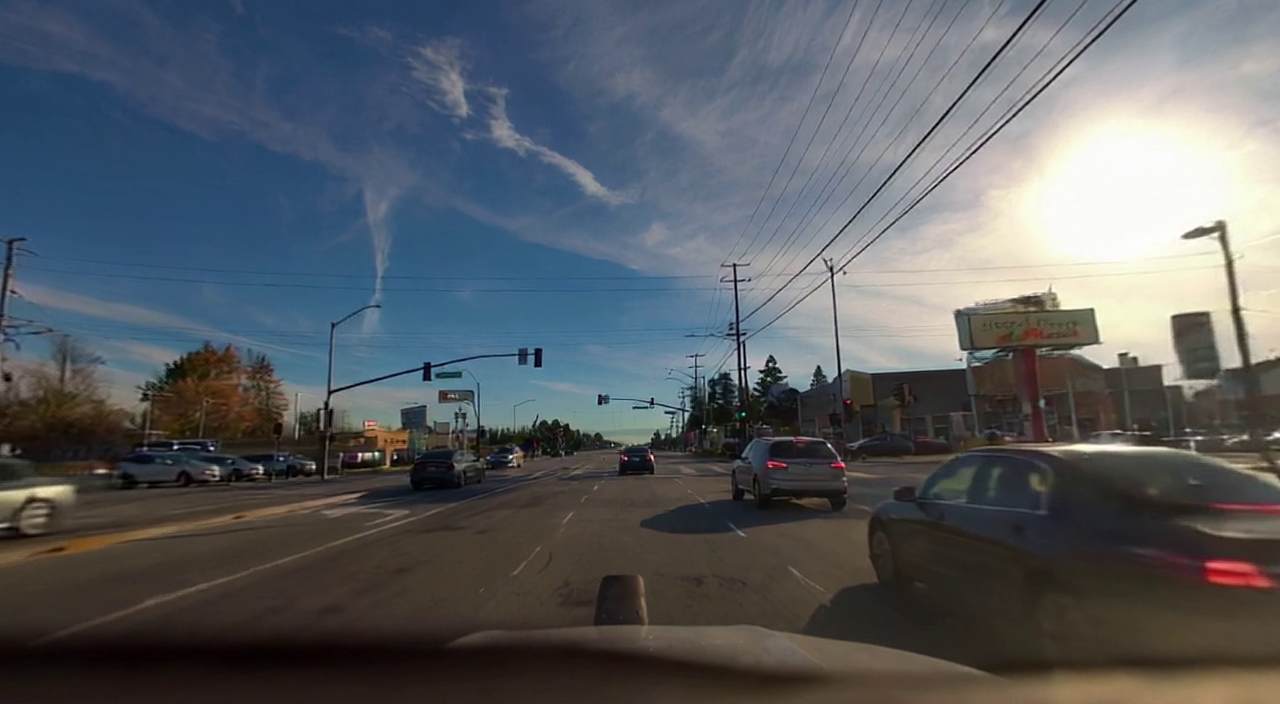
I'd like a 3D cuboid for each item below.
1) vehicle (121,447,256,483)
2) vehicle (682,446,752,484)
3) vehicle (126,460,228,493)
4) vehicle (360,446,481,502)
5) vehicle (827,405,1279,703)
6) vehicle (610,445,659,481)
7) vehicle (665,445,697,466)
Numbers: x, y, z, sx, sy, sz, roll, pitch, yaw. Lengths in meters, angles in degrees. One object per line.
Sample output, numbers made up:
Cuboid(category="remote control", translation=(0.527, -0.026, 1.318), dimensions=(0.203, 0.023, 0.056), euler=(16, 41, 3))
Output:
Cuboid(category="vehicle", translation=(-30.336, 7.565, 42.656), dimensions=(6.968, 2.250, 2.605), euler=(0, -8, -3))
Cuboid(category="vehicle", translation=(3.150, 4.723, 26.827), dimensions=(2.208, 1.436, 4.542), euler=(0, -8, -3))
Cuboid(category="vehicle", translation=(-25.806, 6.913, 35.222), dimensions=(4.989, 1.567, 2.075), euler=(-2, -10, 21))
Cuboid(category="vehicle", translation=(-6.369, 3.561, 18.927), dimensions=(2.075, 1.470, 4.190), euler=(0, -8, 1))
Cuboid(category="vehicle", translation=(2.959, 1.224, 4.216), dimensions=(1.945, 1.470, 4.363), euler=(0, -8, -2))
Cuboid(category="vehicle", translation=(-0.260, 4.986, 28.662), dimensions=(2.065, 1.484, 3.894), euler=(0, -8, -1))
Cuboid(category="vehicle", translation=(3.040, 7.773, 47.763), dimensions=(1.971, 1.477, 4.121), euler=(0, -8, -2))
